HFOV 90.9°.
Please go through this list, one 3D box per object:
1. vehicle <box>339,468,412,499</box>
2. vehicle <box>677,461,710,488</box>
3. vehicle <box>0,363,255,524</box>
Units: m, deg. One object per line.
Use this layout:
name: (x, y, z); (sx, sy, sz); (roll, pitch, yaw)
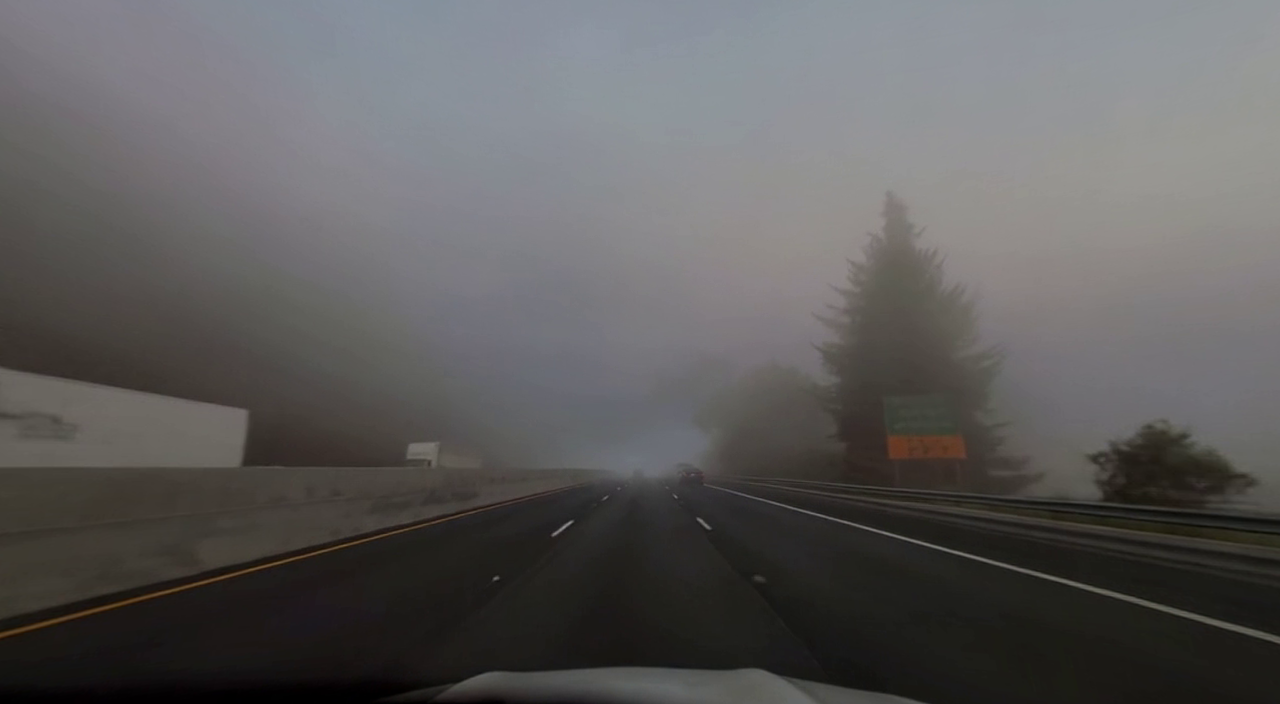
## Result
vehicle: (-13.950, 6.942, 33.489); (1.888, 1.474, 4.238); (0, -10, 1)
vehicle: (4.070, 9.494, 49.032); (2.093, 1.933, 4.623); (1, -10, -1)
vehicle: (-17.986, 2.931, 19.452); (3.018, 4.078, 14.135); (1, -10, 1)
